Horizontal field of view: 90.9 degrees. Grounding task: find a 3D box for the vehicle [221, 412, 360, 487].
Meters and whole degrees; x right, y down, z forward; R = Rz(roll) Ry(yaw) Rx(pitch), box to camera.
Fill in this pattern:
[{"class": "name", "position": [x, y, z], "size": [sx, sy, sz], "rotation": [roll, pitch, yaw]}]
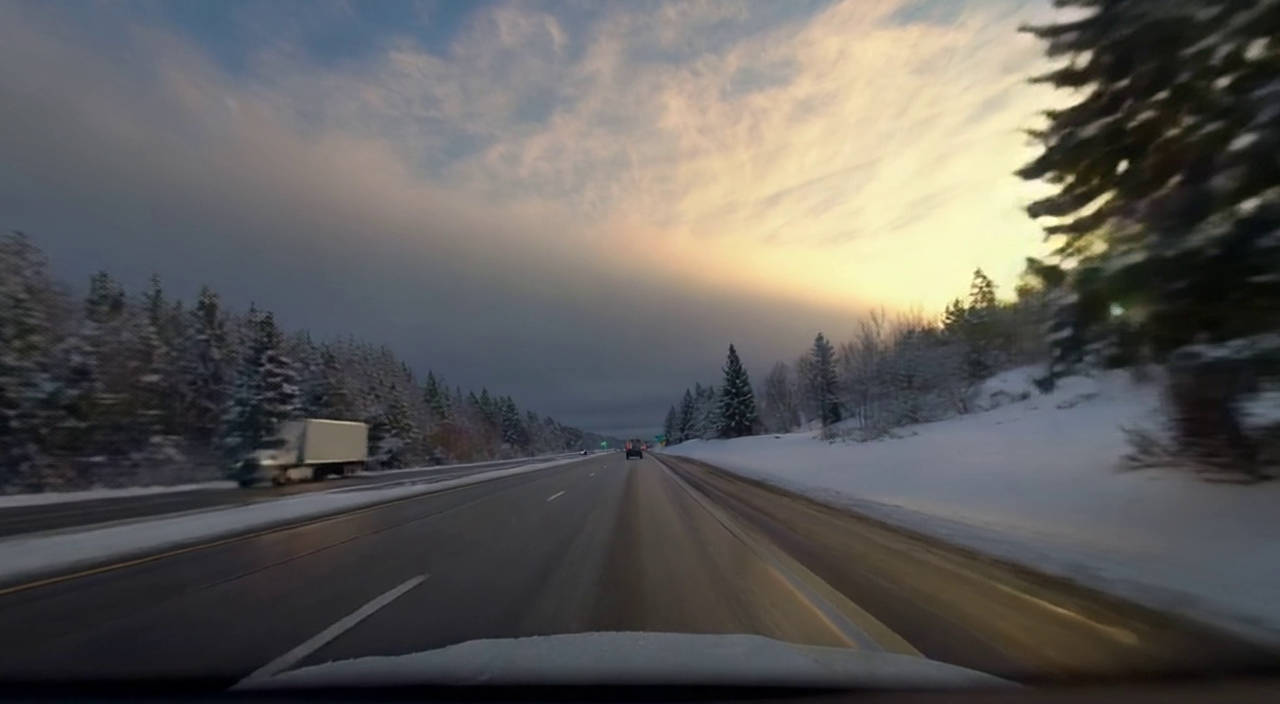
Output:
[{"class": "vehicle", "position": [-17.185, 4.918, 31.745], "size": [2.673, 3.263, 7.575], "rotation": [-1, -9, -1]}]
